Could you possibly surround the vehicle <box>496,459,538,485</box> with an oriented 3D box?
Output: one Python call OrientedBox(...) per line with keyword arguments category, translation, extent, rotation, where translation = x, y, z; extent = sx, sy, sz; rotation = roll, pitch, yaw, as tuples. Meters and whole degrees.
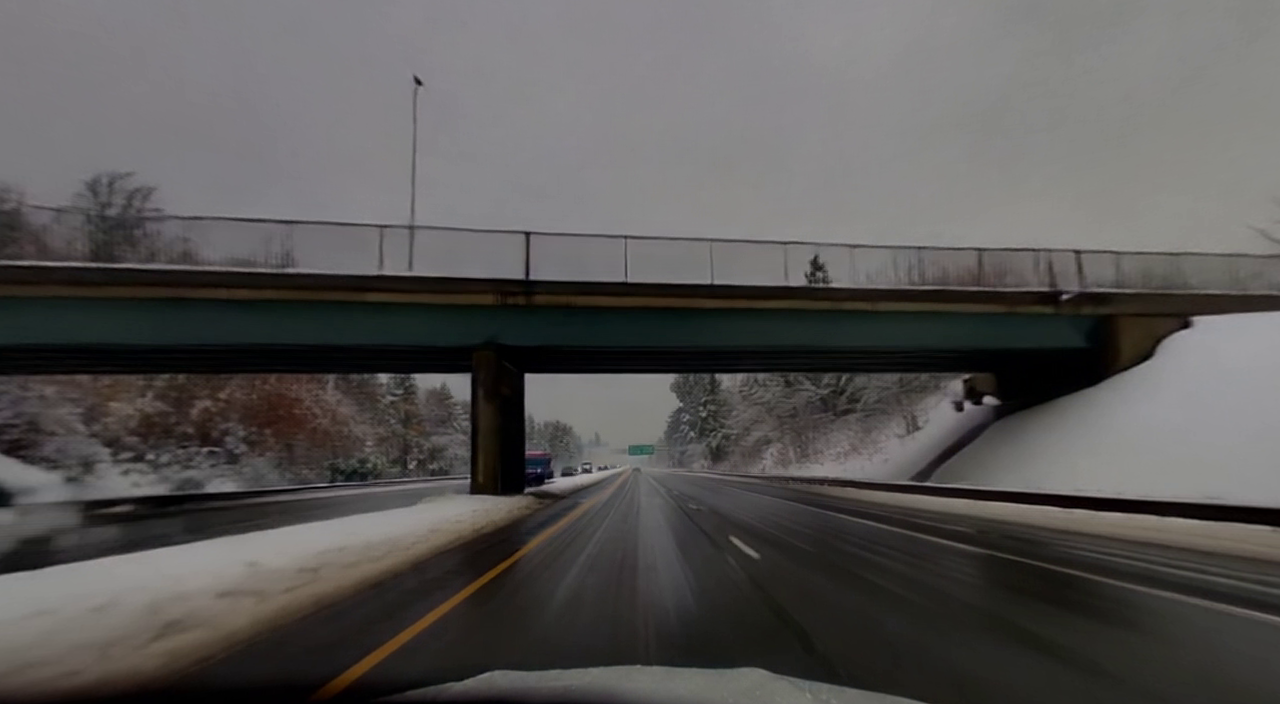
OrientedBox(category="vehicle", translation=(-9.228, 9.061, 47.581), extent=(2.142, 1.773, 4.793), rotation=(1, -10, 0))
